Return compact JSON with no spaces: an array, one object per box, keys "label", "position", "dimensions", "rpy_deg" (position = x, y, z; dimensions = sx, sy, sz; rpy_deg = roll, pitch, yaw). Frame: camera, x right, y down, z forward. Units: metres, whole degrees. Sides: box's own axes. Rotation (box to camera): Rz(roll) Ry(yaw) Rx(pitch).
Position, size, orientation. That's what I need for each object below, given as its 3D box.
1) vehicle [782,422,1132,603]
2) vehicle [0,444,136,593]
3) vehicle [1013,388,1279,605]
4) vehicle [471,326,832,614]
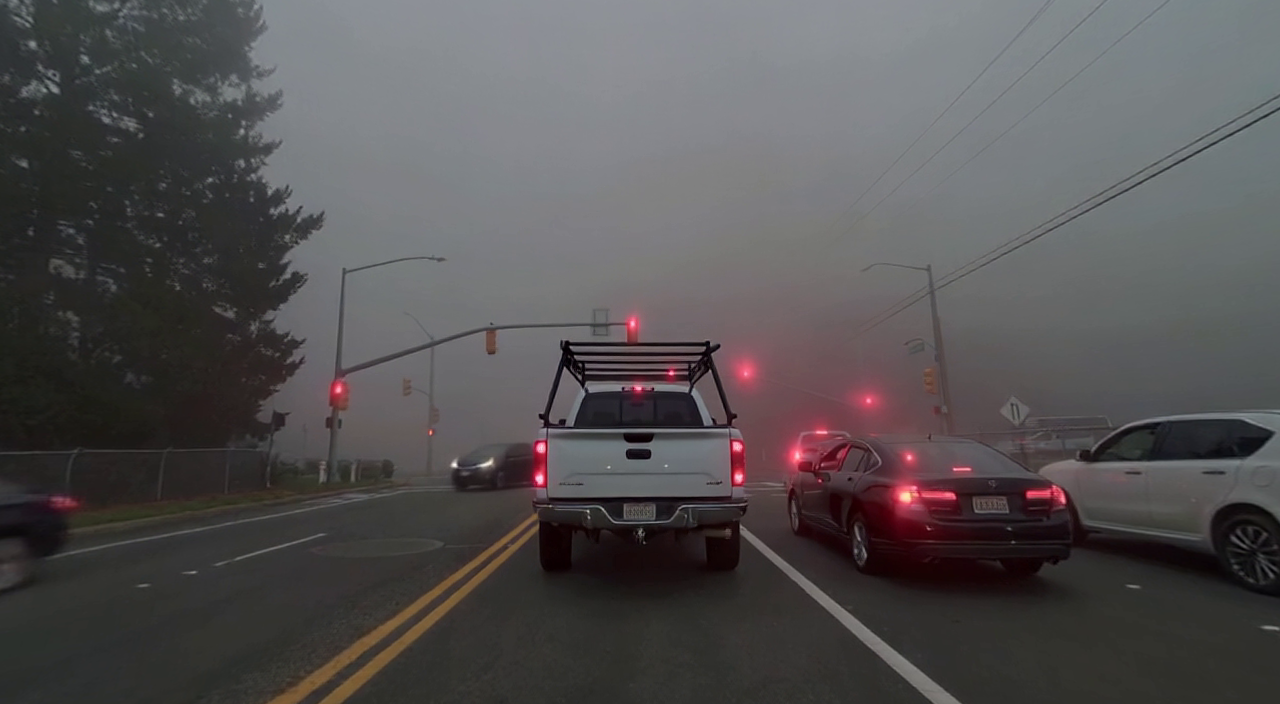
[{"label":"vehicle","position":[3.115,1.644,7.363],"dimensions":[1.993,1.495,4.060],"rpy_deg":[0,-8,1]},{"label":"vehicle","position":[-8.165,1.700,6.084],"dimensions":[2.378,1.611,5.046],"rpy_deg":[0,-8,1]},{"label":"vehicle","position":[6.153,1.372,6.474],"dimensions":[1.982,1.727,4.352],"rpy_deg":[0,-8,1]},{"label":"vehicle","position":[0.128,1.370,8.148],"dimensions":[2.831,2.284,6.149],"rpy_deg":[0,-8,1]}]
